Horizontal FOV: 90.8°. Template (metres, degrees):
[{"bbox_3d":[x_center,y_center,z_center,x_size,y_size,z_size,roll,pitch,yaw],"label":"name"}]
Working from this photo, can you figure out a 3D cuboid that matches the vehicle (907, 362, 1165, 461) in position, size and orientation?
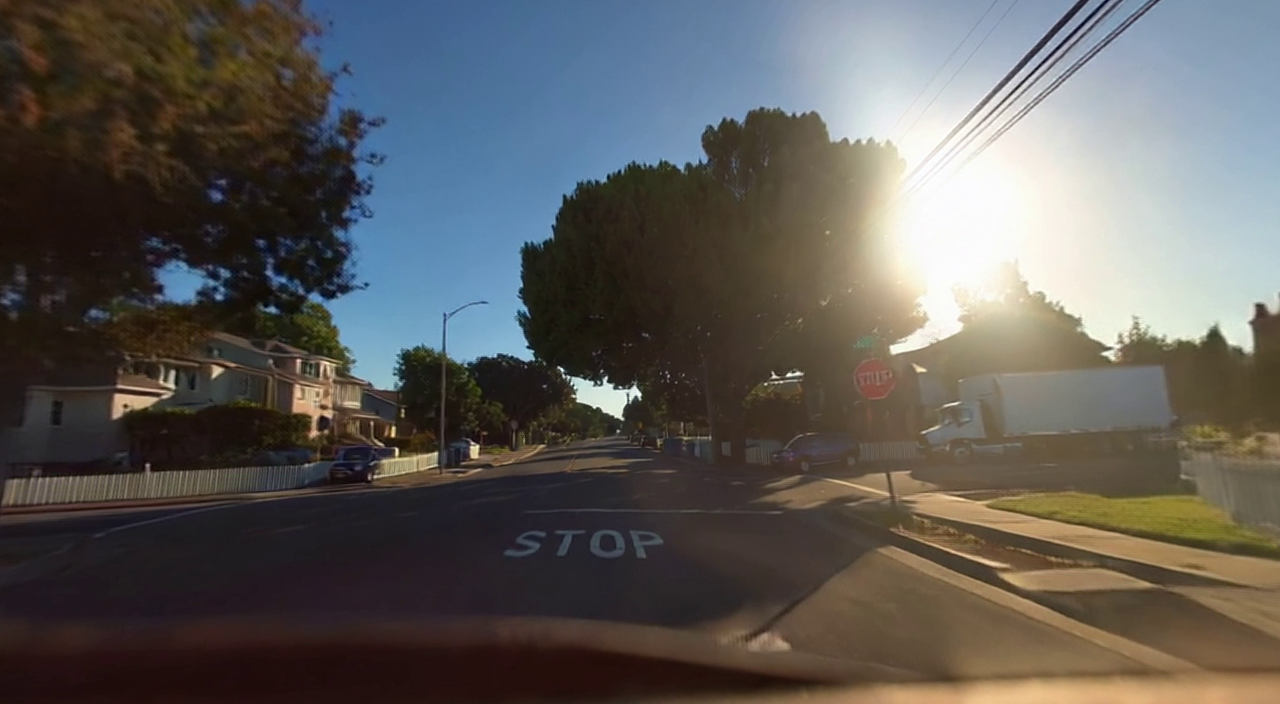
[{"bbox_3d":[14.903,2.351,24.304,7.759,3.523,2.930,0,-9,0],"label":"vehicle"}]

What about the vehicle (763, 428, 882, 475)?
[{"bbox_3d":[6.933,3.837,24.372,3.867,1.710,2.107,0,-9,-2],"label":"vehicle"}]

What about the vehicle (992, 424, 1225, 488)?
[{"bbox_3d":[11.925,2.658,16.307,4.488,1.507,1.954,0,-9,-3],"label":"vehicle"}]
